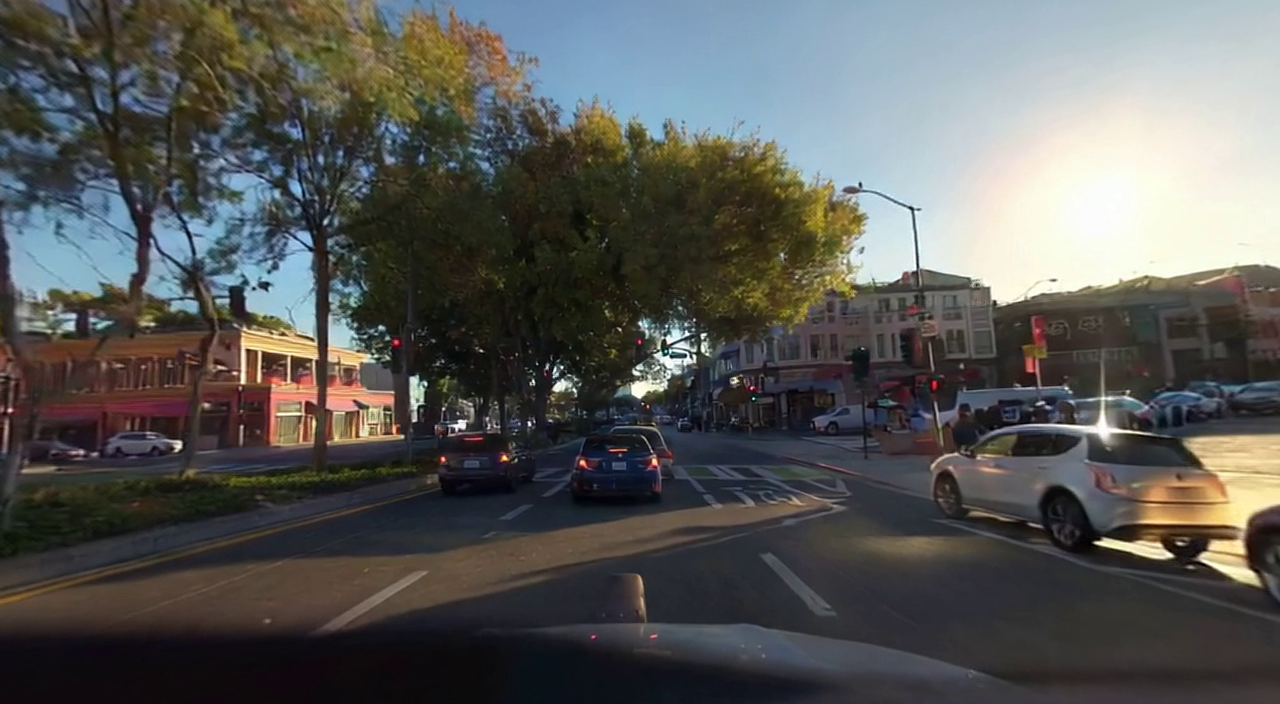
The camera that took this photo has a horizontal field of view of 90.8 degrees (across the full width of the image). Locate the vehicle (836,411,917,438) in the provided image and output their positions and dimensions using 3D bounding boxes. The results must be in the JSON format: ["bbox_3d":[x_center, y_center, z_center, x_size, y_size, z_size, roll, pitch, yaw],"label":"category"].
[{"bbox_3d":[15.259,4.698,40.781,4.775,1.604,1.915,3,-9,-20],"label":"vehicle"}]

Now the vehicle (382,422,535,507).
[{"bbox_3d":[-3.692,2.390,13.811,1.934,1.522,4.464,0,-8,1],"label":"vehicle"}]

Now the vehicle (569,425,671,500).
[{"bbox_3d":[-0.422,2.563,14.958,2.082,1.520,3.896,0,-8,0],"label":"vehicle"}]

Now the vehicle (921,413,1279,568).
[{"bbox_3d":[6.237,1.882,9.381,1.904,1.705,4.510,0,-8,-2],"label":"vehicle"}]

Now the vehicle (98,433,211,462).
[{"bbox_3d":[-25.533,5.033,33.319,4.453,1.471,1.921,-1,-8,4],"label":"vehicle"}]

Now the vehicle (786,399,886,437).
[{"bbox_3d":[13.853,4.714,44.661,6.541,2.480,2.259,3,-9,-19],"label":"vehicle"}]

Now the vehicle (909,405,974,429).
[{"bbox_3d":[21.442,4.652,44.817,5.017,1.542,2.055,6,-11,-38],"label":"vehicle"}]
